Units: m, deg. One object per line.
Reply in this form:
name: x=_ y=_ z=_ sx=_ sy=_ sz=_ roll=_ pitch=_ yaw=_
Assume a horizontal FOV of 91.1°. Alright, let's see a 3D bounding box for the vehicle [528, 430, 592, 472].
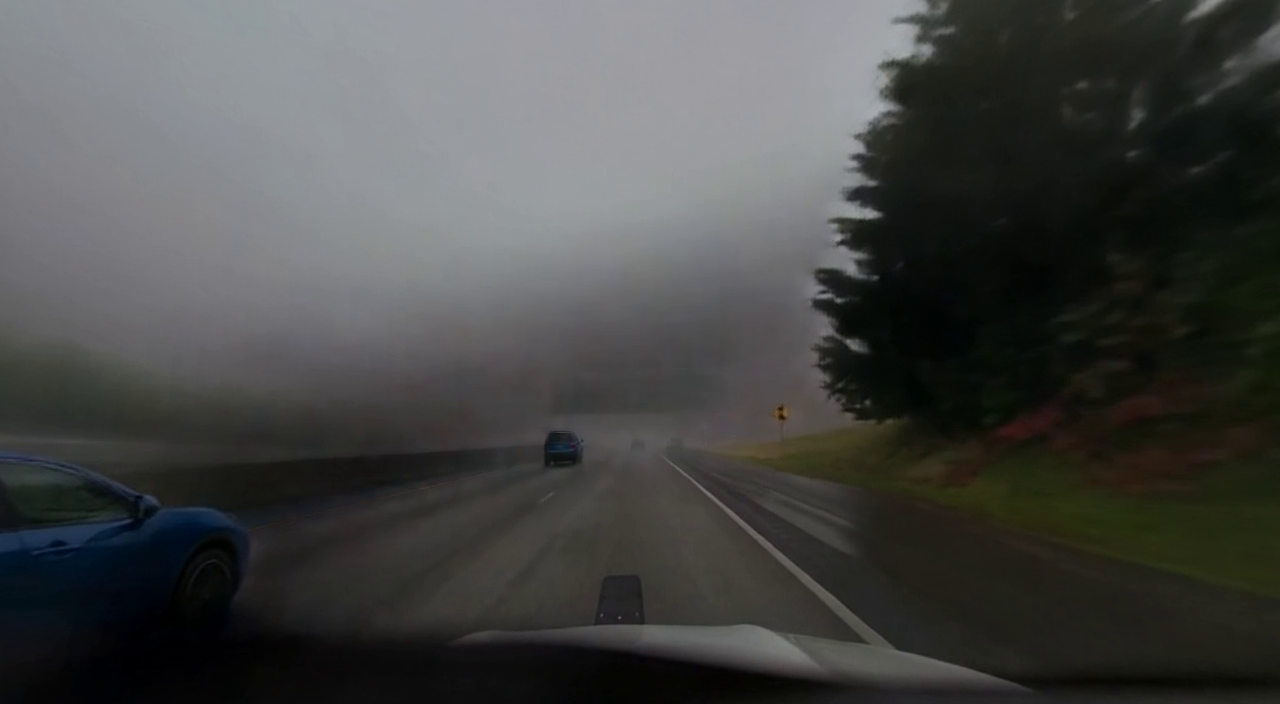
vehicle: x=-3.379 y=4.291 z=27.347 sx=2.125 sy=1.662 sz=4.336 roll=0 pitch=-8 yaw=1
